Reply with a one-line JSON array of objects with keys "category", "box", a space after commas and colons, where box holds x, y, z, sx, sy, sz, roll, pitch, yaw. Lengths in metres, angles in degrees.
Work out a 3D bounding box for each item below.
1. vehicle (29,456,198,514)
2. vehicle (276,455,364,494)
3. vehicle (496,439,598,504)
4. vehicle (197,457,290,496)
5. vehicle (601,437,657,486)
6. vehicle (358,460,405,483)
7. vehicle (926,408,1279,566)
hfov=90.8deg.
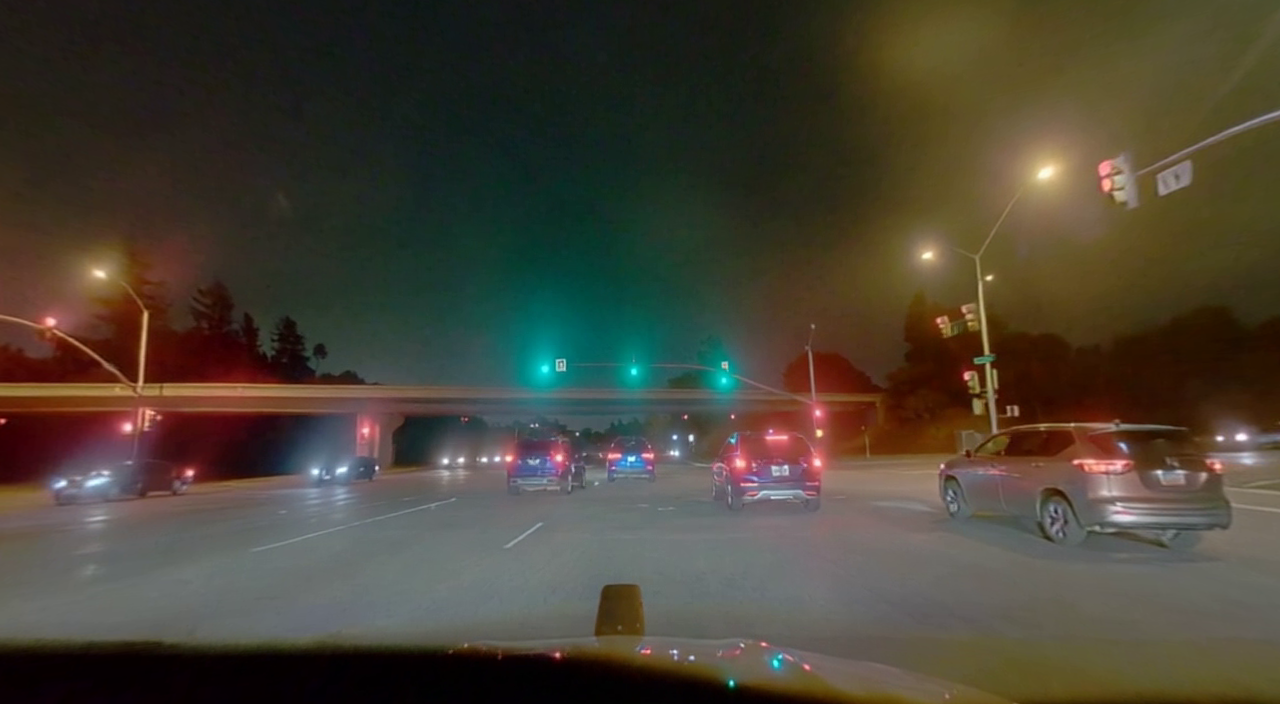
[{"category": "vehicle", "box": [-19.504, 4.900, 23.800, 2.131, 1.816, 4.960, 0, -8, -1]}, {"category": "vehicle", "box": [-16.073, 6.159, 32.075, 2.007, 1.730, 4.774, 0, -8, 0]}, {"category": "vehicle", "box": [-2.720, 3.630, 19.716, 2.060, 1.768, 4.681, -1, -8, 6]}, {"category": "vehicle", "box": [-23.357, 7.319, 37.523, 2.039, 1.965, 5.291, 0, -8, 0]}, {"category": "vehicle", "box": [-0.444, 4.978, 28.982, 2.342, 2.026, 4.642, 0, -8, 0]}, {"category": "vehicle", "box": [-19.858, 9.200, 48.702, 1.857, 1.534, 4.221, 0, -8, -1]}, {"category": "vehicle", "box": [6.337, 1.858, 9.436, 2.074, 1.785, 4.320, 0, -8, 0]}]
